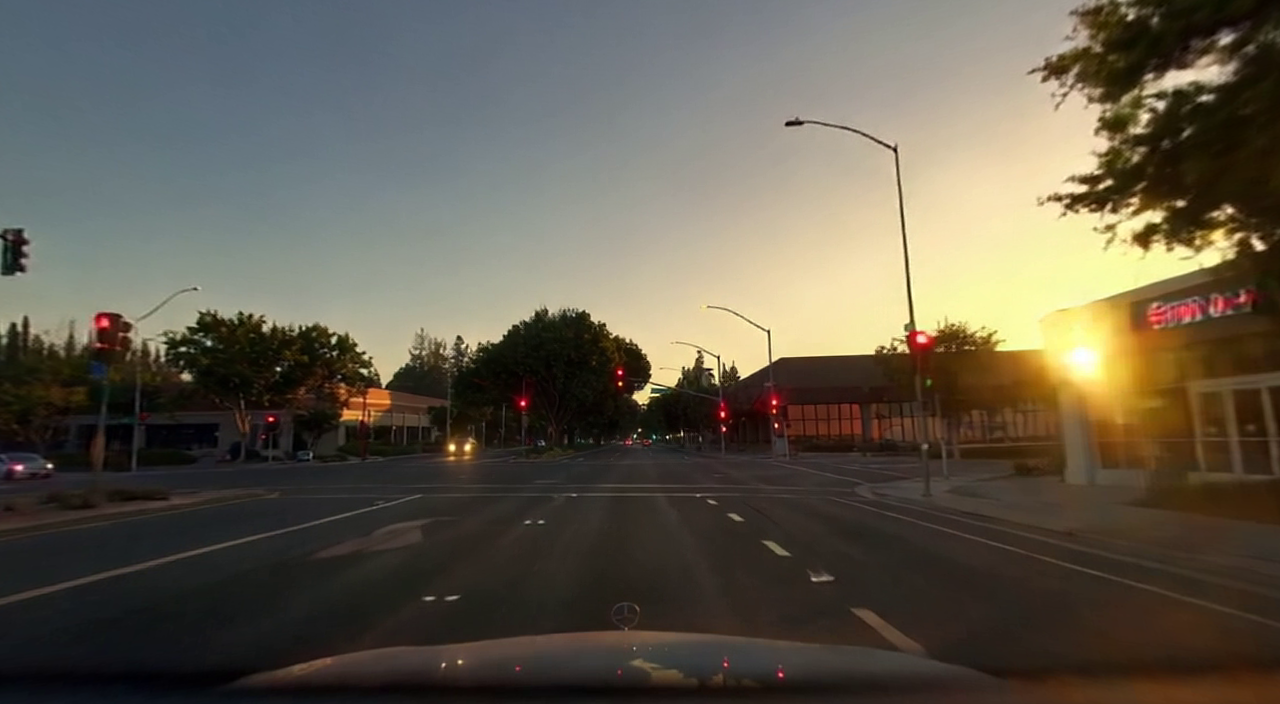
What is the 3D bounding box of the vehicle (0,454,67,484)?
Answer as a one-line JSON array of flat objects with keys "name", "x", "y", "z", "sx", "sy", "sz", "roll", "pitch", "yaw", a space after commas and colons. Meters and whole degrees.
[{"name": "vehicle", "x": -33.500, "y": 6.166, "z": 33.408, "sx": 4.500, "sy": 1.465, "sz": 1.936, "roll": 0, "pitch": -8, "yaw": 1}]
